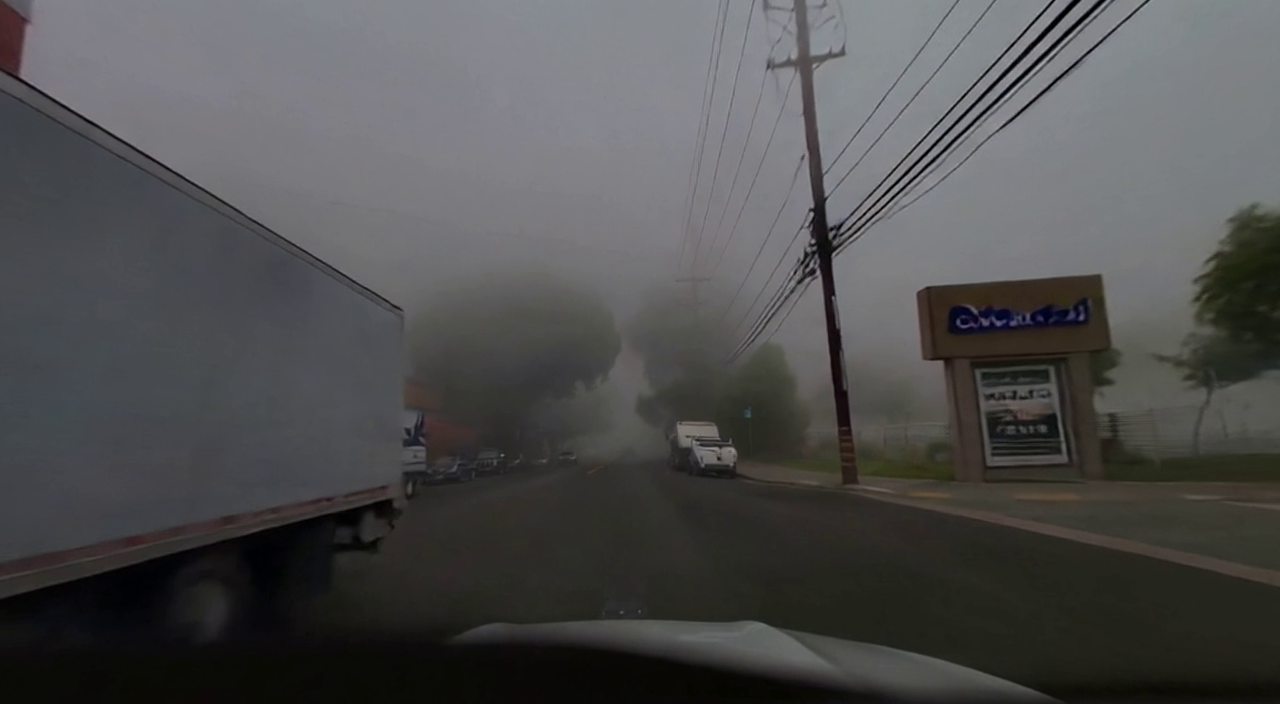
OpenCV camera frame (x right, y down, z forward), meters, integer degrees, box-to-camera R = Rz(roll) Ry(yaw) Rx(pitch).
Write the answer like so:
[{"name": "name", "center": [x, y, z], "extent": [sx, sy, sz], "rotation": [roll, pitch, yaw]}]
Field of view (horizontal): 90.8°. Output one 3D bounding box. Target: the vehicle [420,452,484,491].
[{"name": "vehicle", "center": [-8.423, 5.349, 28.679], "extent": [1.704, 1.464, 4.089], "rotation": [-2, -7, 0]}]

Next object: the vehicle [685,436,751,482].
[{"name": "vehicle", "center": [3.239, 4.548, 27.240], "extent": [2.097, 1.784, 4.915], "rotation": [0, -8, -1]}]

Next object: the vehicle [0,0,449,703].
[{"name": "vehicle", "center": [-3.773, -0.017, 1.395], "extent": [2.994, 3.308, 12.131], "rotation": [0, -8, 0]}]

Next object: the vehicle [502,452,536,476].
[{"name": "vehicle", "center": [-8.460, 7.819, 44.342], "extent": [1.678, 1.468, 3.706], "rotation": [-1, -8, 0]}]

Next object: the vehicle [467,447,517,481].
[{"name": "vehicle", "center": [-8.432, 6.386, 36.415], "extent": [1.882, 1.639, 4.187], "rotation": [-3, -7, -1]}]
